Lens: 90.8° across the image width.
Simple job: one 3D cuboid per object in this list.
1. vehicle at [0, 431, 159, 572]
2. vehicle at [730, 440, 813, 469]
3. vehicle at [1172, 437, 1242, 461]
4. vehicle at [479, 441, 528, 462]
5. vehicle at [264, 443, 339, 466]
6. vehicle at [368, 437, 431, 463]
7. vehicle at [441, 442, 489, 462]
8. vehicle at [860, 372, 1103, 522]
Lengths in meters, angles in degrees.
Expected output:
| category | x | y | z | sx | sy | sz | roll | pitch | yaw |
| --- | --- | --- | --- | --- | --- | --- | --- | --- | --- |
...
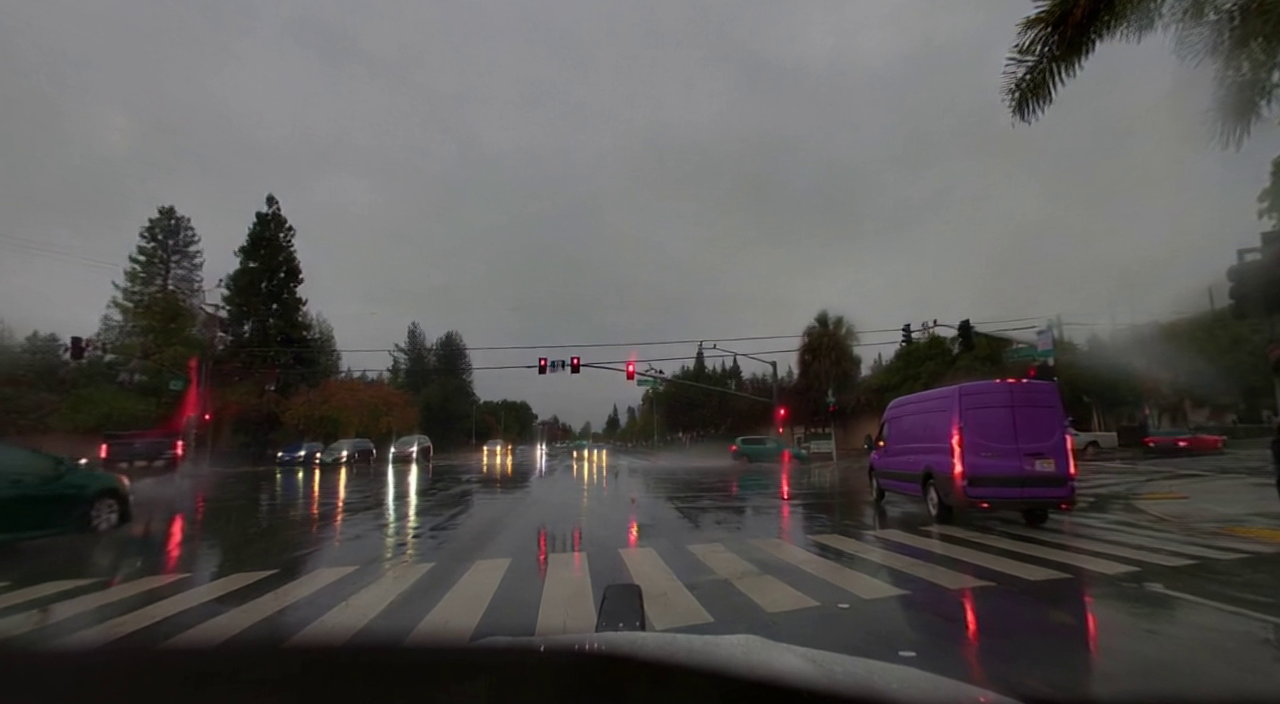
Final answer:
| category | x | y | z | sx | sy | sz | roll | pitch | yaw |
| --- | --- | --- | --- | --- | --- | --- | --- | --- | --- |
| vehicle | -7.388 | 1.501 | 6.329 | 1.824 | 1.414 | 4.597 | 1 | -8 | -5 |
| vehicle | 6.786 | 5.268 | 32.517 | 3.909 | 1.409 | 1.907 | -3 | -9 | 21 |
| vehicle | 36.938 | 6.279 | 41.117 | 4.413 | 1.485 | 1.860 | 4 | -10 | -28 |
| vehicle | -10.160 | 7.464 | 47.388 | 2.097 | 1.484 | 4.596 | -1 | -9 | 8 |
| vehicle | -21.844 | 6.639 | 40.973 | 1.859 | 1.415 | 4.591 | -1 | -9 | 8 |
| vehicle | -17.390 | 7.153 | 46.001 | 2.189 | 1.753 | 4.785 | -1 | -9 | 8 |
| vehicle | -13.192 | 7.587 | 47.860 | 1.845 | 1.426 | 4.289 | -1 | -9 | 8 |
| vehicle | 6.684 | 2.002 | 13.388 | 2.332 | 2.511 | 5.326 | -1 | -9 | 3 |
